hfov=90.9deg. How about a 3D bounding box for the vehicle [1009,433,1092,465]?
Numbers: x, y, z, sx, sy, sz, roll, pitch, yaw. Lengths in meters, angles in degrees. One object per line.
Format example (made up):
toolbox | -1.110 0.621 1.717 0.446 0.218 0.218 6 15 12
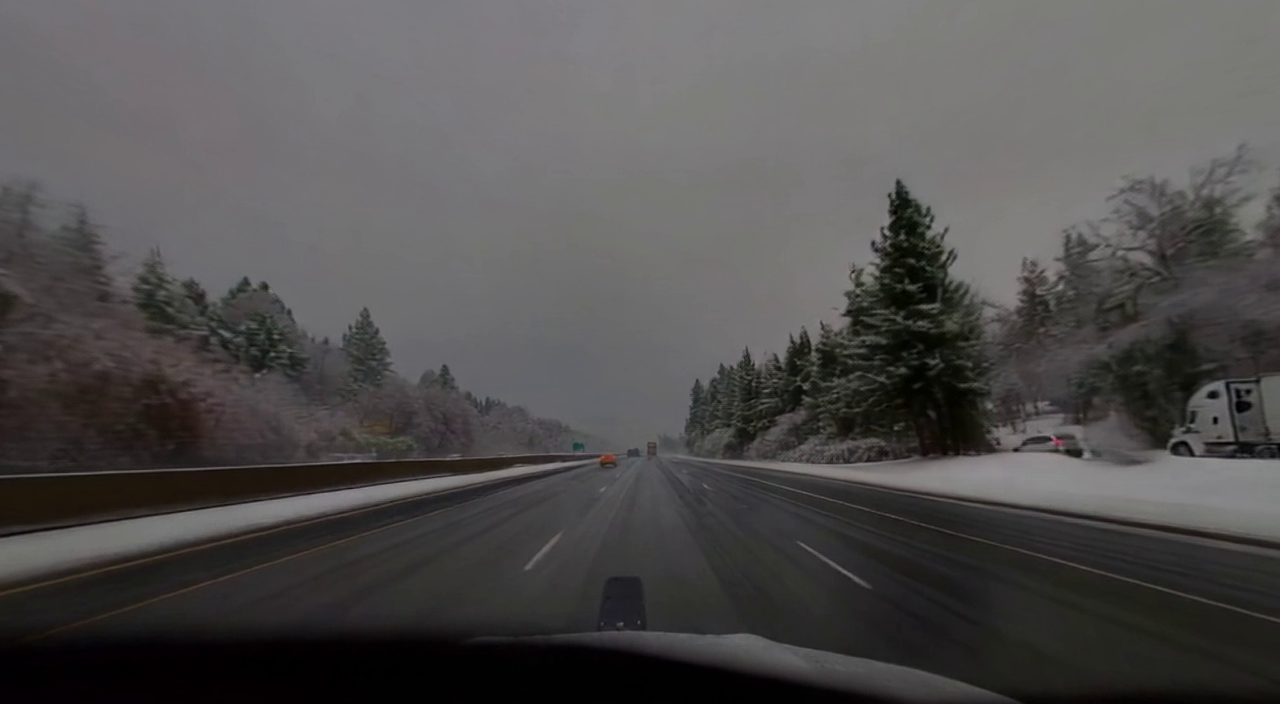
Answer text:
vehicle | 24.451 5.804 37.664 2.038 1.823 3.744 1 -9 -9

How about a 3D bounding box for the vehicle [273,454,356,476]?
vehicle | -16.298 5.661 31.782 2.045 0.984 3.862 0 -9 2
